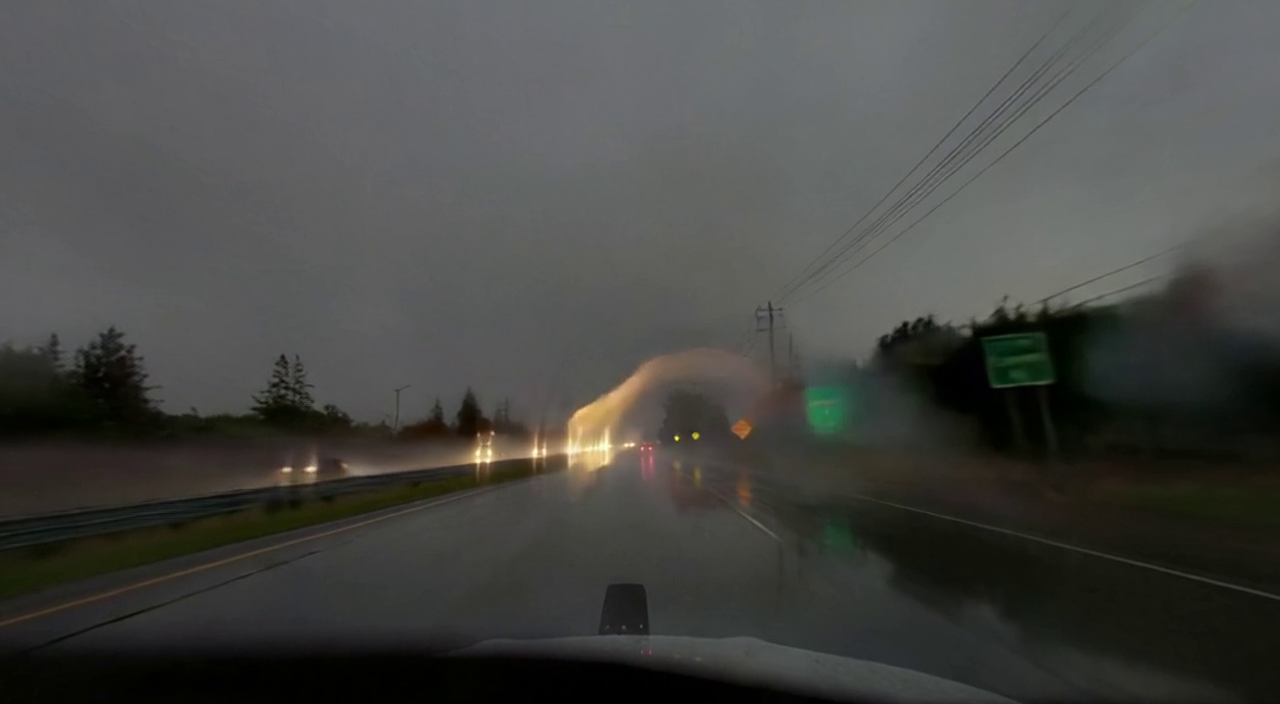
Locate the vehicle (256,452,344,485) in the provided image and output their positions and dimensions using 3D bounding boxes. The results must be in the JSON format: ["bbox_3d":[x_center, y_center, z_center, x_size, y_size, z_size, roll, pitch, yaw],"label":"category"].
[{"bbox_3d":[-17.045,5.847,31.879,1.897,1.456,4.513,0,-8,1],"label":"vehicle"}]
